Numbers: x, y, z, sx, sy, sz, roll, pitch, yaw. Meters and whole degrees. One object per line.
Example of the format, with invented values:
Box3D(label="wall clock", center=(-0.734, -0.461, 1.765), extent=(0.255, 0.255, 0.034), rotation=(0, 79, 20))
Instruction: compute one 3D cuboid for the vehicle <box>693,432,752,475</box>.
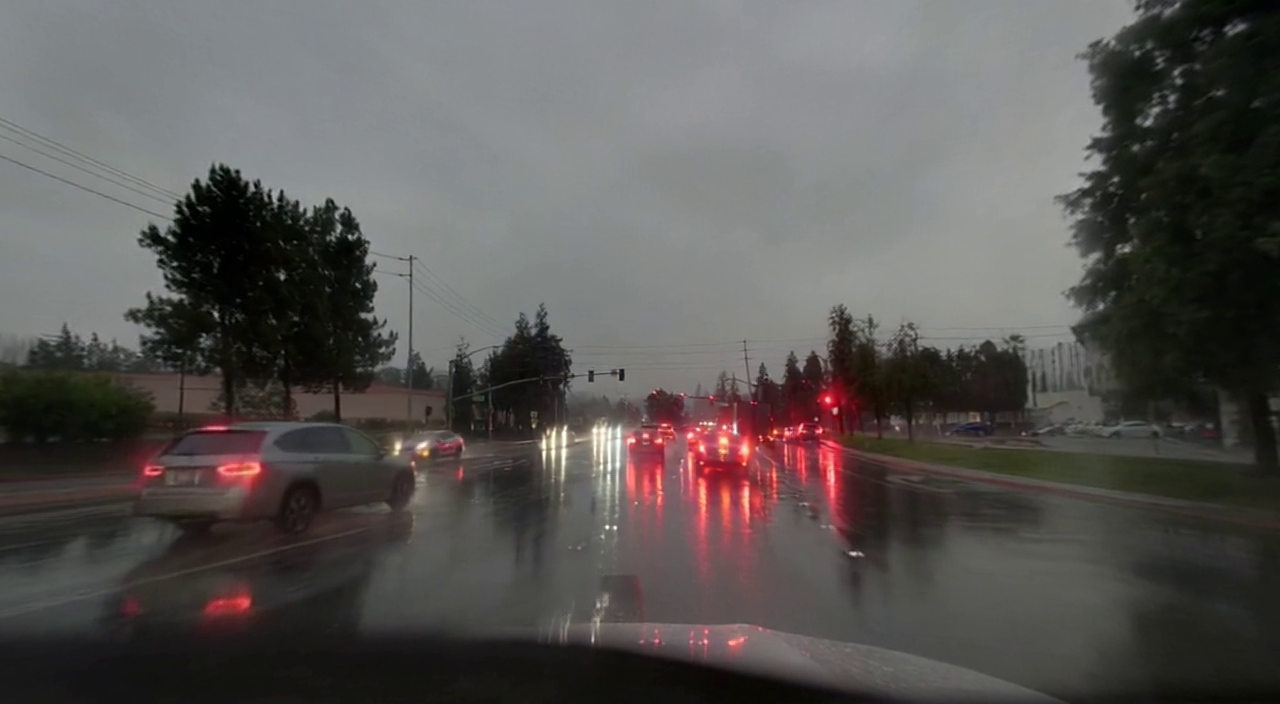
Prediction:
Box3D(label="vehicle", center=(3.282, 3.987, 24.920), extent=(2.109, 1.500, 4.585), rotation=(-1, -9, 8))

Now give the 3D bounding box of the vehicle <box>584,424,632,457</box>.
Box3D(label="vehicle", center=(-1.807, 5.273, 37.374), extent=(2.078, 1.787, 5.006), rotation=(-1, -9, 6))

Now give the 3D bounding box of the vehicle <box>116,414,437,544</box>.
Box3D(label="vehicle", center=(-5.033, 1.816, 9.594), extent=(2.010, 1.515, 4.152), rotation=(-1, -9, 8))

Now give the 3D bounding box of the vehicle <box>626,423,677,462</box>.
Box3D(label="vehicle", center=(0.681, 4.751, 33.062), extent=(2.188, 1.892, 4.488), rotation=(-1, -9, 7))
